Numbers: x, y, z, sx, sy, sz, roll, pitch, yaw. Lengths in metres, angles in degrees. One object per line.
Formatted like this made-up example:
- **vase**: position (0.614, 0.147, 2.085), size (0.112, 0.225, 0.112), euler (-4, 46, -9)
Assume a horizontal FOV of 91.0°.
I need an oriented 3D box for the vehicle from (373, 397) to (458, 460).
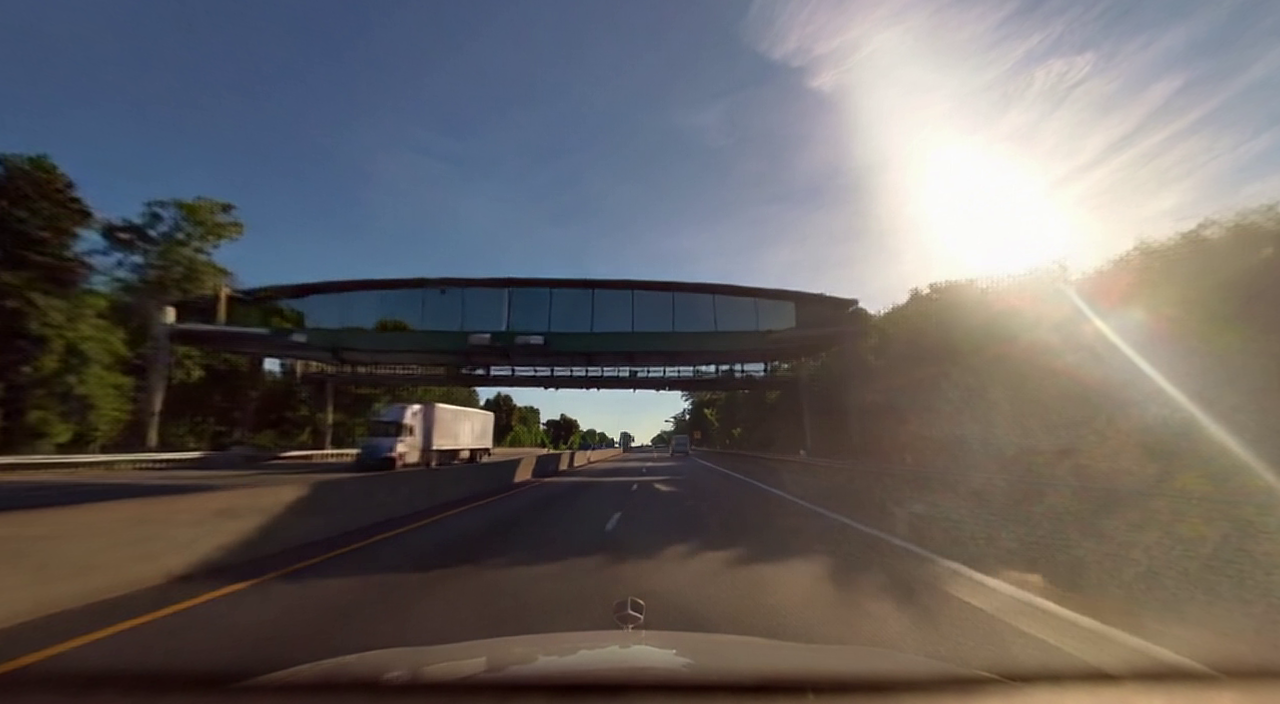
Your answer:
- **vehicle**: position (-14.893, 5.200, 42.262), size (3.314, 3.921, 5.842), euler (0, -8, 2)
